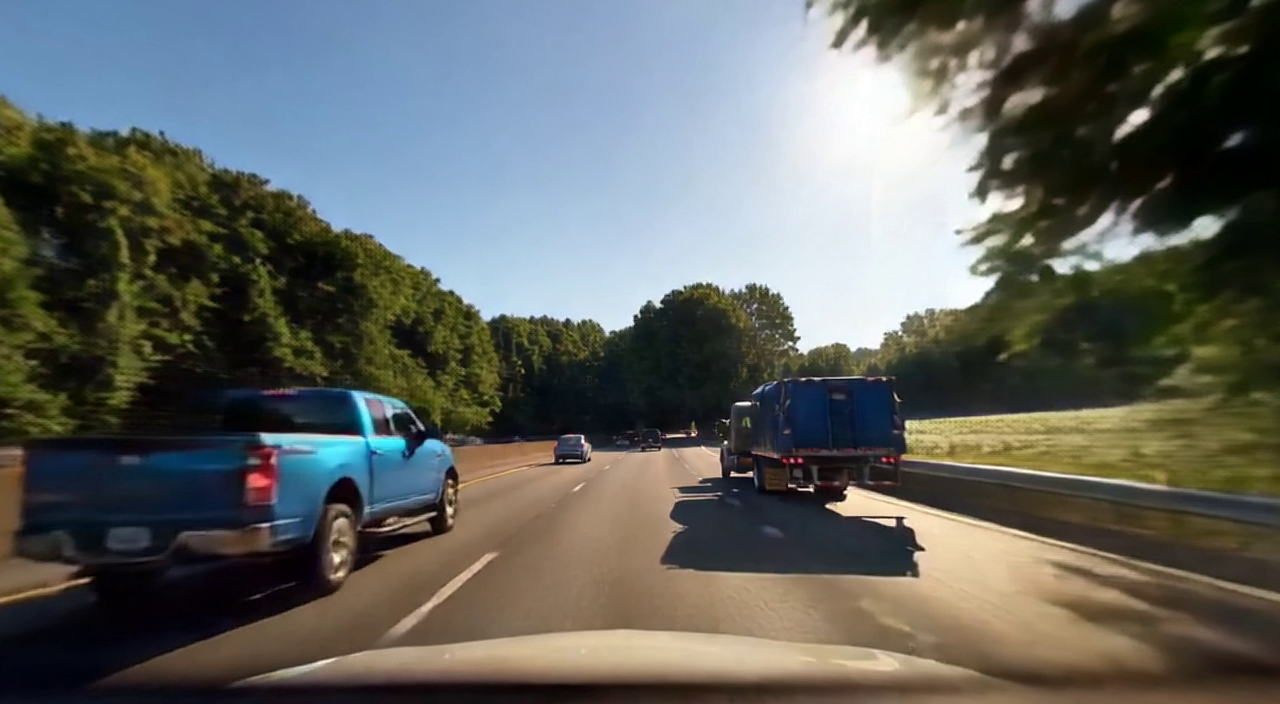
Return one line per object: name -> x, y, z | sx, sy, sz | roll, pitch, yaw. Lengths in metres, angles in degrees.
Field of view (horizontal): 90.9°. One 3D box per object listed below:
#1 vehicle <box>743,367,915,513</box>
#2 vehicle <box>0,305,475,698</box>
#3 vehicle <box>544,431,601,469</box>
vehicle -> 3.669, 1.819, 13.198 | 2.256, 2.568, 4.049 | 0, -8, -1
vehicle -> -3.211, 1.052, 5.609 | 2.204, 1.991, 4.720 | 0, -8, 0
vehicle -> -2.988, 4.408, 28.729 | 2.008, 1.588, 4.147 | 0, -8, 1
